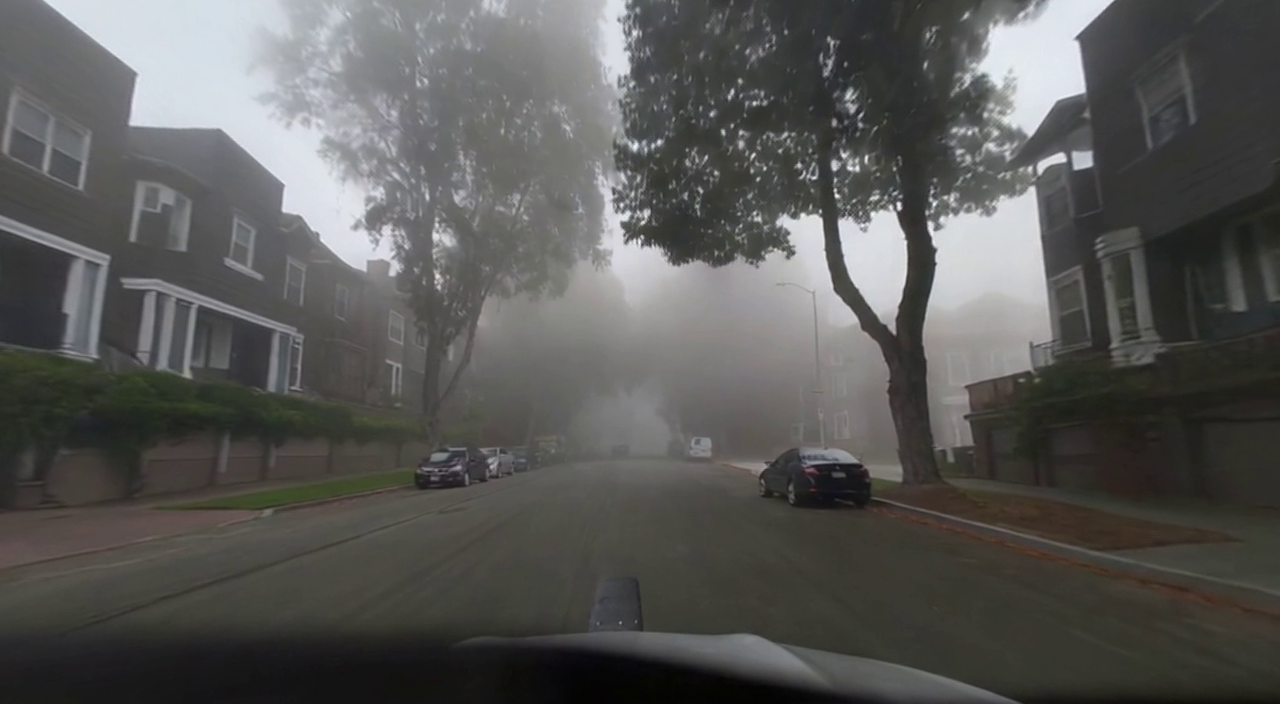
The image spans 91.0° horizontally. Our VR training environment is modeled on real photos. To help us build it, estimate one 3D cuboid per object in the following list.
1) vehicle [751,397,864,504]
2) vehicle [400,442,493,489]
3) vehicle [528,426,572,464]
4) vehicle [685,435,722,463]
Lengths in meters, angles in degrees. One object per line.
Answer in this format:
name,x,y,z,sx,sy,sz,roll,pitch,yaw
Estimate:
vehicle,4.142,2.495,15.992,2.158,2.478,2.078,-1,-9,-1
vehicle,-6.913,4.113,23.073,2.003,1.501,4.779,-1,-9,-1
vehicle,-6.723,7.137,47.855,2.341,2.674,5.753,-1,-10,1
vehicle,4.708,7.331,47.662,2.216,1.955,4.970,0,-8,-1
